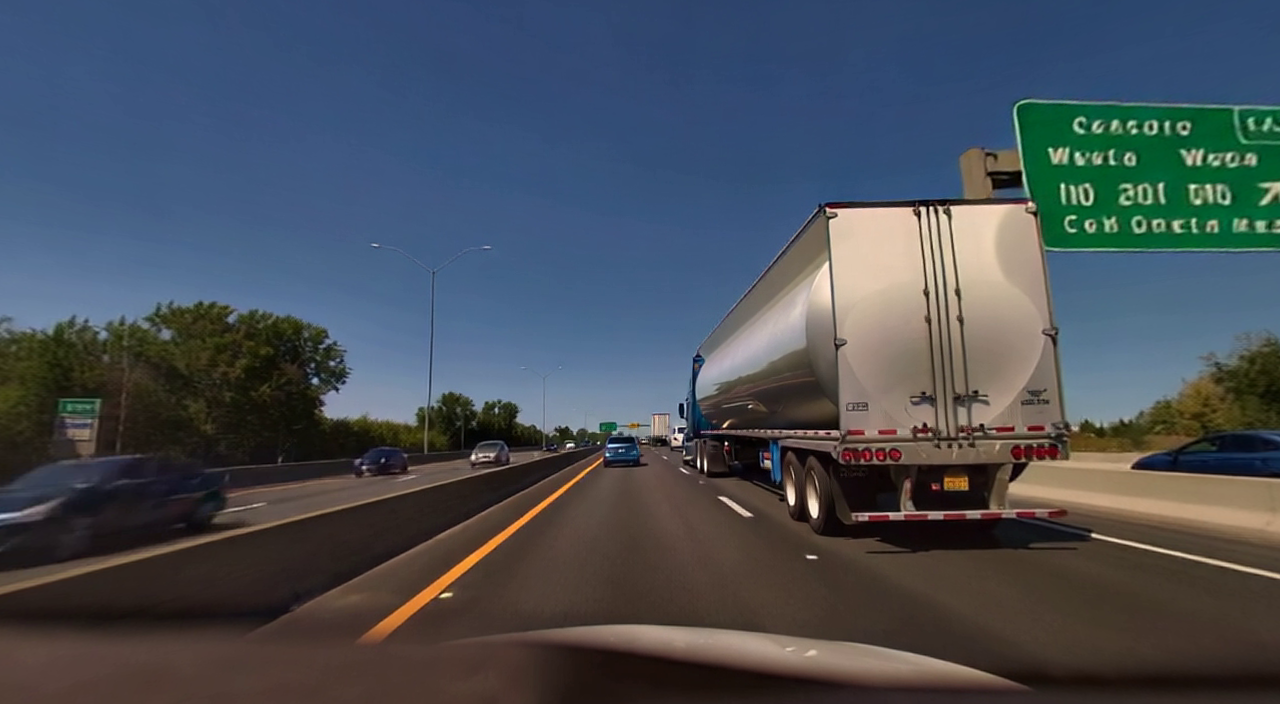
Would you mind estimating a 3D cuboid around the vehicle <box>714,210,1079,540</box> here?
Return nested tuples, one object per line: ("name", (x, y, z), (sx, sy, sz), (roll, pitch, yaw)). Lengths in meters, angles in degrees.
("vehicle", (3.508, 0.827, 12.045), (2.826, 3.905, 9.262), (0, -8, -1))

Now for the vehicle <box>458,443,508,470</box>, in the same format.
("vehicle", (-9.319, 6.199, 37.793), (1.951, 1.460, 4.219), (0, -8, -1))

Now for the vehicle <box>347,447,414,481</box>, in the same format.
("vehicle", (-13.127, 5.650, 32.180), (1.905, 1.541, 4.030), (0, -8, -4))

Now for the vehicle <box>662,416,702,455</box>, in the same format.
("vehicle", (3.146, 6.378, 48.289), (2.475, 2.782, 4.986), (0, -8, -3))

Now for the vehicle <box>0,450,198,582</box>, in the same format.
("vehicle", (-8.555, 2.121, 8.476), (1.894, 1.483, 4.624), (0, -8, -1))

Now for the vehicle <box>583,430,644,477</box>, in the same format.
("vehicle", (-0.872, 3.563, 22.401), (2.000, 1.510, 3.518), (0, -8, 0))

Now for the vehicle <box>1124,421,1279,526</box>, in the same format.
("vehicle", (9.838, 1.805, 9.584), (1.739, 1.471, 3.889), (0, -8, -2))
